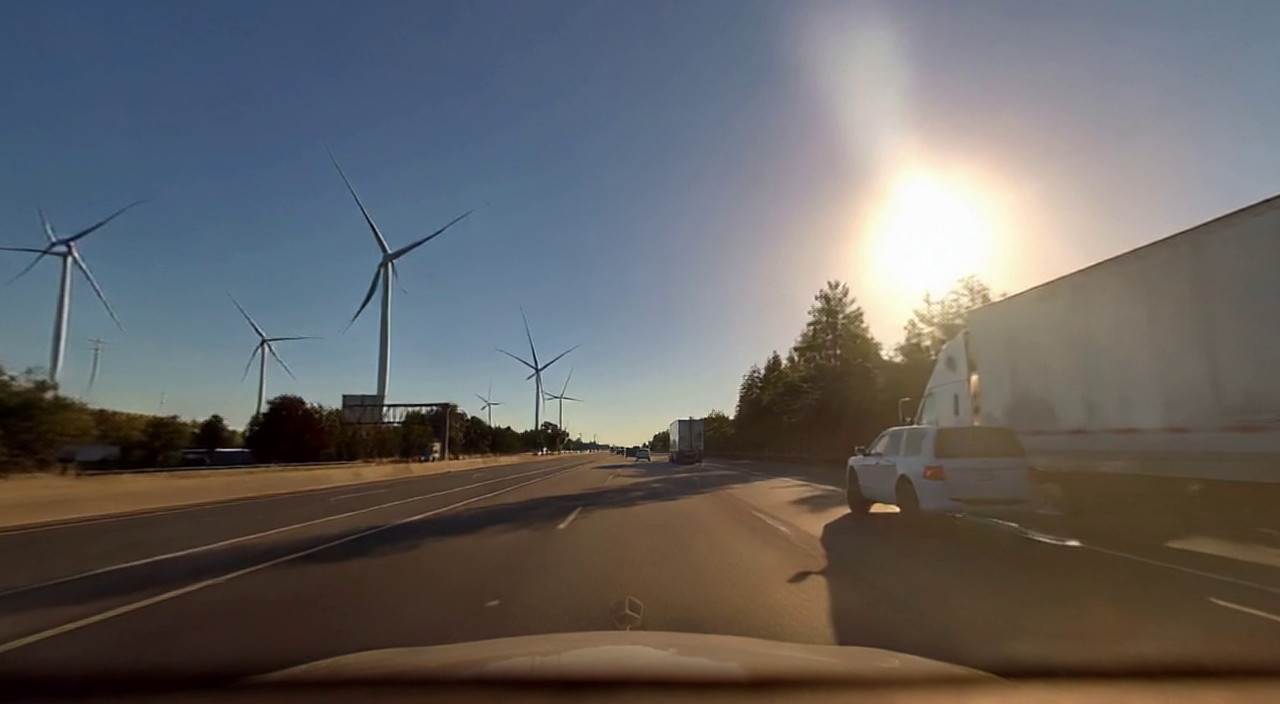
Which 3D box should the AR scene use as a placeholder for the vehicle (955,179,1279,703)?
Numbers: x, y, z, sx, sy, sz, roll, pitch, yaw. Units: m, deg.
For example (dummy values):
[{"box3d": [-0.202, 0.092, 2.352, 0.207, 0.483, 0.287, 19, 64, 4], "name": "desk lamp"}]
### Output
[{"box3d": [4.490, 0.515, 3.426, 2.609, 2.648, 5.397, 0, -9, -1], "name": "vehicle"}]
